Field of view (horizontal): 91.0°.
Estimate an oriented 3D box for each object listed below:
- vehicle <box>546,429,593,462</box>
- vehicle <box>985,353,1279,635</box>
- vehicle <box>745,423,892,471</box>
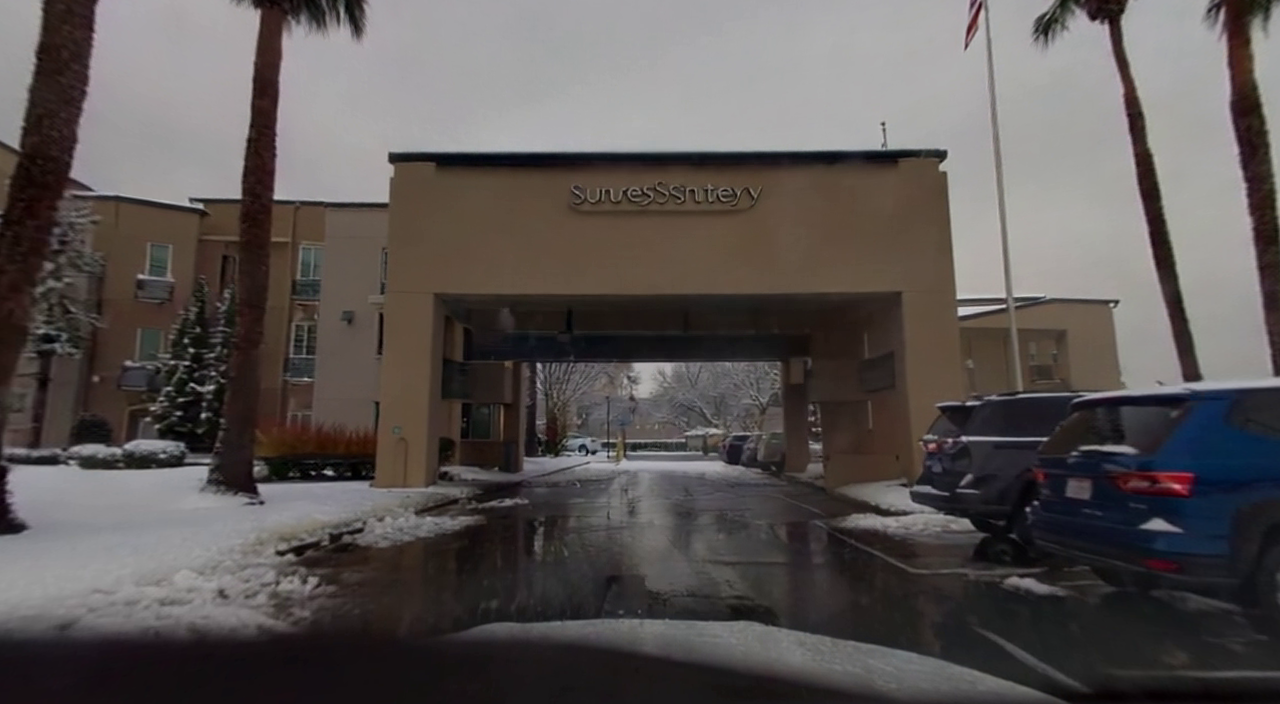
[{"bbox_3d":[-4.299,5.775,39.132,1.943,1.890,4.472,1,-7,5],"label":"vehicle"},{"bbox_3d":[5.511,0.986,4.779,4.567,1.723,1.926,0,-8,4],"label":"vehicle"},{"bbox_3d":[6.849,3.725,24.699,5.254,1.793,1.998,-1,-8,7],"label":"vehicle"}]
